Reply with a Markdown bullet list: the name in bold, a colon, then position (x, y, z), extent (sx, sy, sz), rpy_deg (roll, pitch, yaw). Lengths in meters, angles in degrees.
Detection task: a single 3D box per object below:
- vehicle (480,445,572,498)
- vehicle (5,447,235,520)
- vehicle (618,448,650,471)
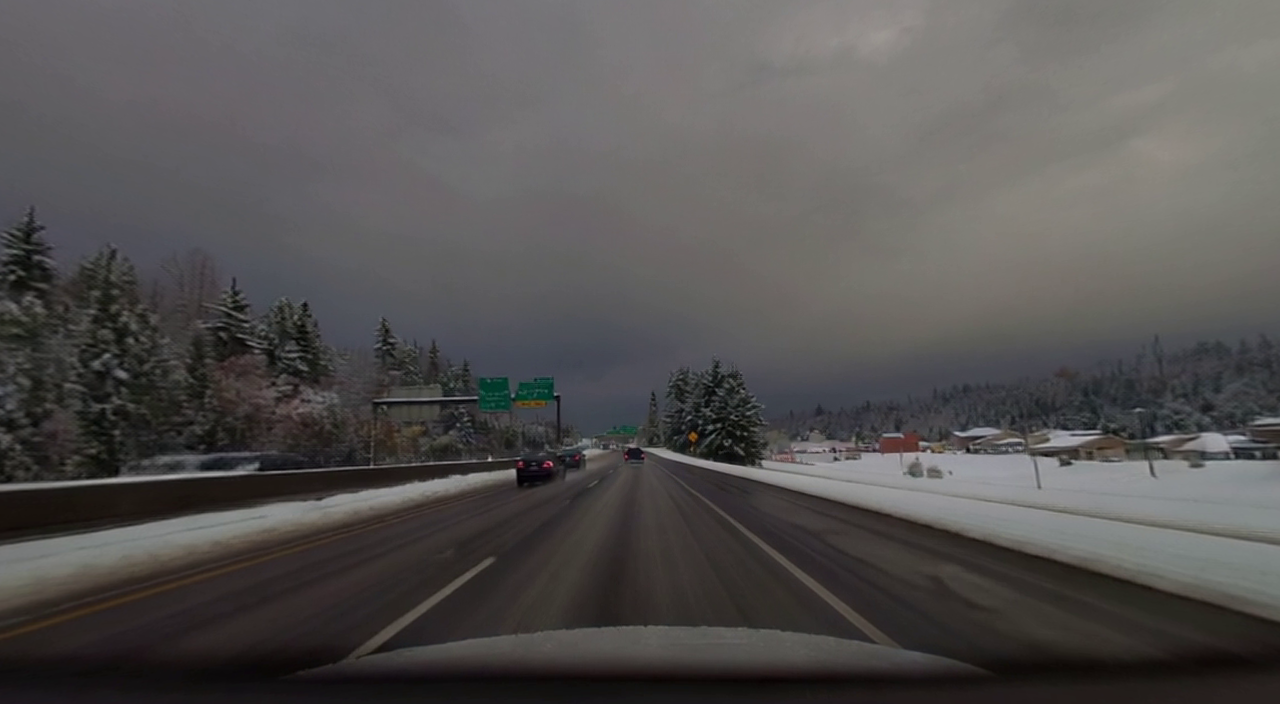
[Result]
- **vehicle**: position (-3.524, 3.766, 20.429), extent (2.067, 1.509, 4.551), rpy_deg (0, -8, 1)
- **vehicle**: position (-13.657, 3.420, 17.106), extent (2.105, 1.676, 4.777), rpy_deg (0, -8, 0)
- **vehicle**: position (-0.451, 7.373, 43.572), extent (2.100, 1.471, 3.956), rpy_deg (0, -8, -1)
